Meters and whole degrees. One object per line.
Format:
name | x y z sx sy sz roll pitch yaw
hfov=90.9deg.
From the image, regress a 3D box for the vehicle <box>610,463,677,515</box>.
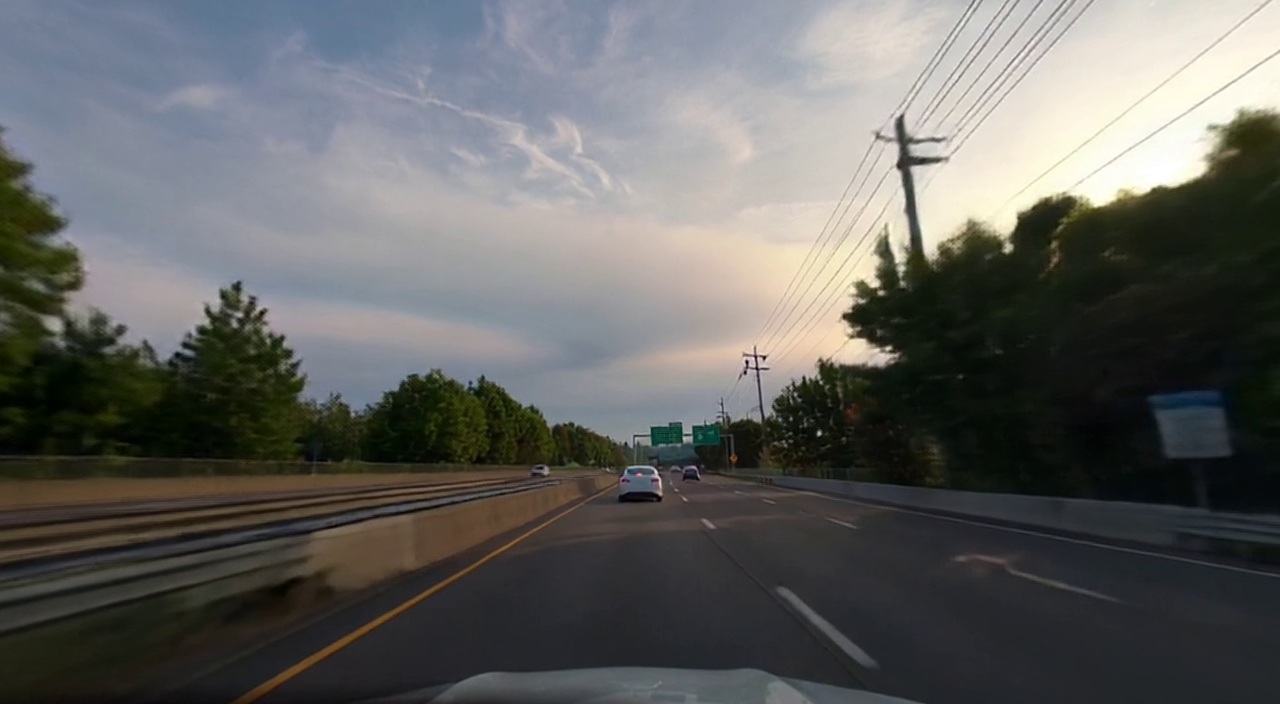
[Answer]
vehicle | 0.122 4.455 20.772 1.987 1.480 3.786 1 -10 0
